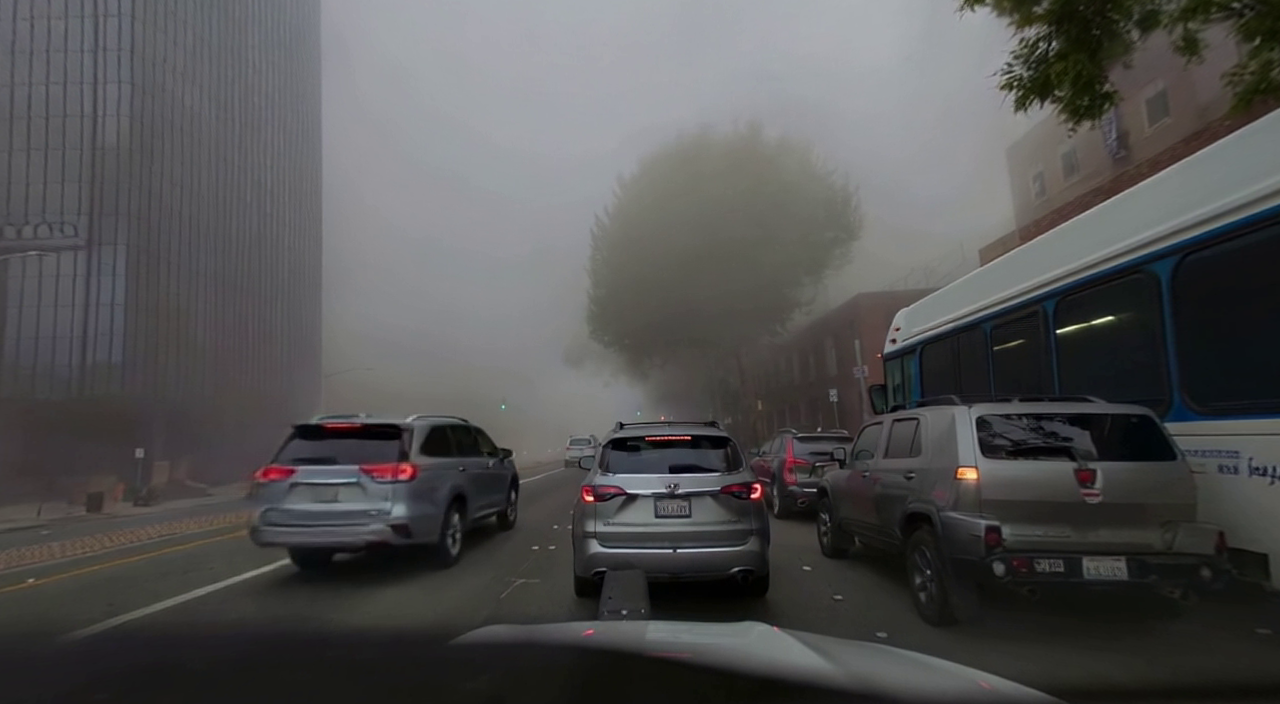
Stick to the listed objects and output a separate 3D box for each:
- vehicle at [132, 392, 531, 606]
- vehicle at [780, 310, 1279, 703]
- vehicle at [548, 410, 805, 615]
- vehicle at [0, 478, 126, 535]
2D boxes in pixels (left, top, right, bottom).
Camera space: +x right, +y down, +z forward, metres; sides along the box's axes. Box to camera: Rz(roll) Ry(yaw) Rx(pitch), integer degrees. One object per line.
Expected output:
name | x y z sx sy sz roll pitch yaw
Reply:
vehicle | -3.179 1.693 8.361 2.375 1.847 5.606 0 -9 1
vehicle | 2.745 1.102 4.906 2.117 1.855 4.794 0 -9 -1
vehicle | 0.232 1.550 6.876 2.045 1.608 3.573 0 -9 -2
vehicle | -22.642 5.767 24.036 1.975 1.698 4.715 0 -9 2
